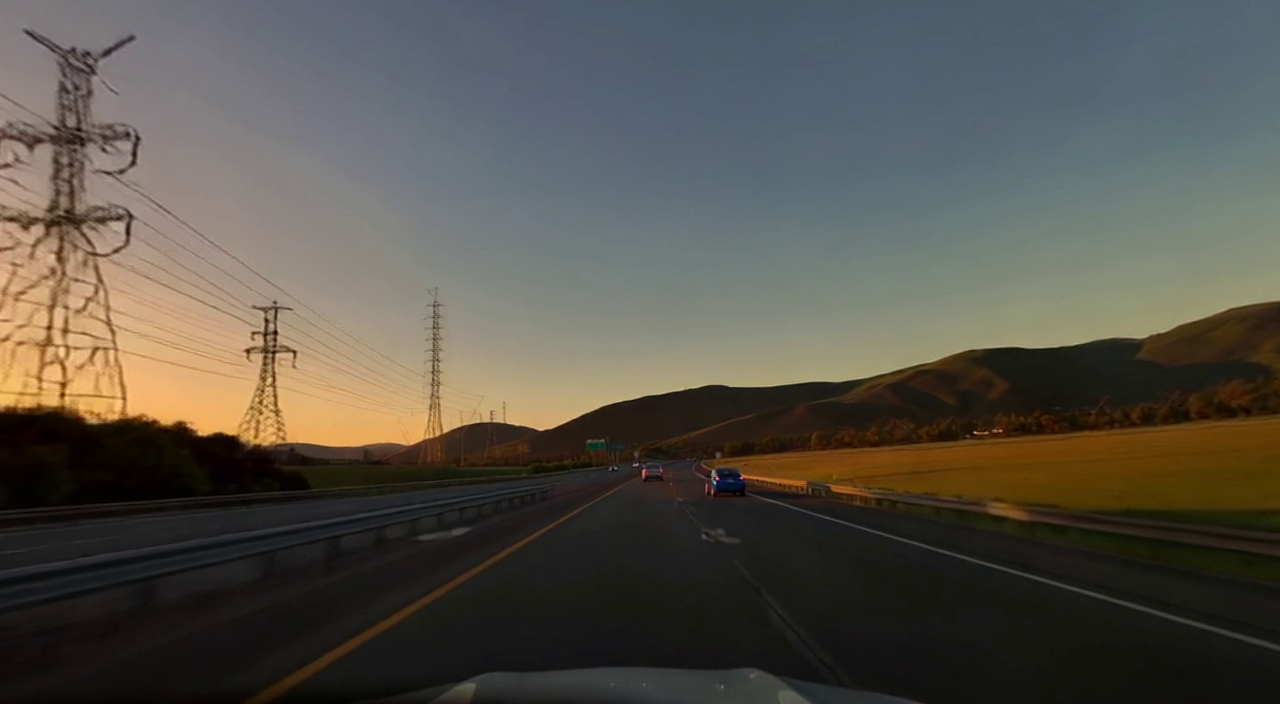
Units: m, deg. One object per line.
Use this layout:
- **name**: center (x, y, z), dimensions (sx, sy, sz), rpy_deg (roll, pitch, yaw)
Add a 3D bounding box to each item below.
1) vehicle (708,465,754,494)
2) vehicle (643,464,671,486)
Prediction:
- **vehicle**: center (5.170, 7.304, 36.226), dimensions (1.985, 1.521, 3.904), rpy_deg (1, -10, -1)
- **vehicle**: center (1.259, 9.540, 48.726), dimensions (2.038, 1.596, 4.246), rpy_deg (1, -10, 0)
